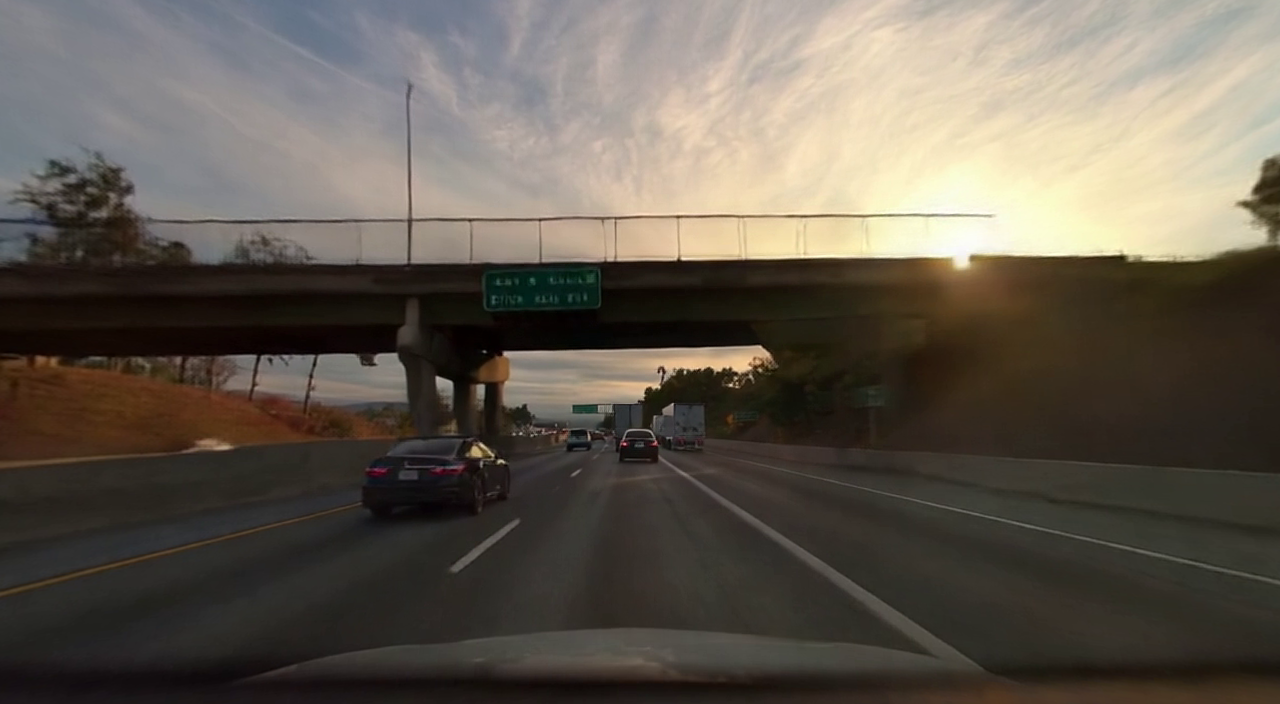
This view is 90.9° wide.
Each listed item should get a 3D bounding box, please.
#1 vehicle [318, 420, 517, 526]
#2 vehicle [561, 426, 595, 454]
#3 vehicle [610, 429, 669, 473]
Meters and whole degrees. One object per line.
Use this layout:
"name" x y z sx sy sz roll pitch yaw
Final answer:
"vehicle" -3.714 2.093 11.623 1.979 1.527 4.754 0 -8 0
"vehicle" -4.573 6.564 47.203 2.013 1.961 4.692 0 -8 0
"vehicle" -0.057 3.693 23.722 2.059 1.522 3.693 0 -8 -1
